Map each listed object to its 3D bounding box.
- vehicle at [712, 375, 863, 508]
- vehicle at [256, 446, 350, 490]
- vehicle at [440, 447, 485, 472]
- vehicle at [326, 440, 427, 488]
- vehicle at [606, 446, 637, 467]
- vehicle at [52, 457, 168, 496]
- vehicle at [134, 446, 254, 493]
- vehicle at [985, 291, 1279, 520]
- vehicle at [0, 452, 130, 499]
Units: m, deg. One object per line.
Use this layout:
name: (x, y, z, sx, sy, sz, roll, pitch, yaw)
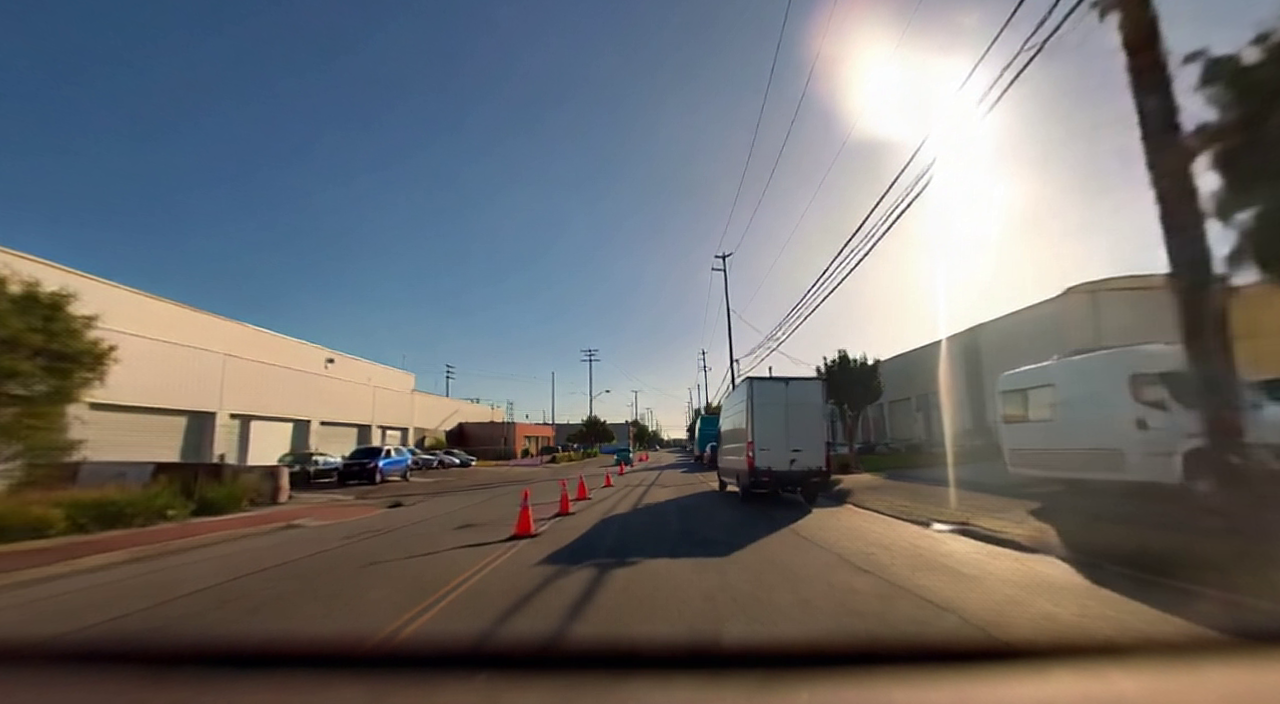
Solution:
vehicle: (4.097, 2.783, 19.589, 2.871, 3.301, 7.433, 0, -8, 0)
vehicle: (-14.947, 5.125, 28.335, 1.971, 1.789, 4.360, 0, -8, -3)
vehicle: (-13.121, 7.957, 46.913, 2.078, 1.674, 4.652, -2, -9, -1)
vehicle: (-11.974, 5.109, 29.232, 2.287, 1.975, 5.511, 0, -8, 0)
vehicle: (-1.389, 8.126, 49.268, 1.988, 1.479, 4.485, -1, -8, 5)
vehicle: (-22.859, 5.342, 27.439, 1.833, 1.454, 3.782, 0, -8, -2)
vehicle: (-20.091, 5.264, 28.806, 2.026, 1.885, 4.932, 0, -8, -3)
vehicle: (10.311, 1.228, 12.605, 2.764, 3.329, 6.843, 0, -8, -1)
vehicle: (-25.410, 5.381, 27.947, 2.092, 1.806, 4.601, 0, -9, -6)
